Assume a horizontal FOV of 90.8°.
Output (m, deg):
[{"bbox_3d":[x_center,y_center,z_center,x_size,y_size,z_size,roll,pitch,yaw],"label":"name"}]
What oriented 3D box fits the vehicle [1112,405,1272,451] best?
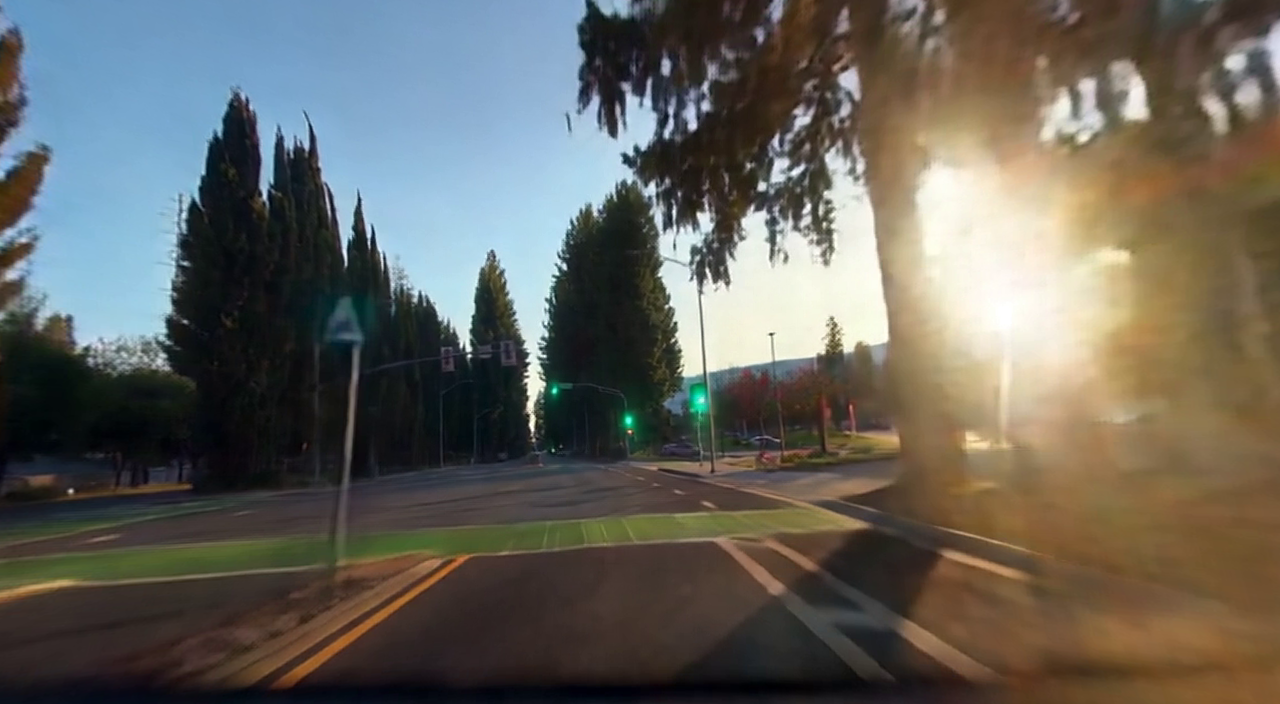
[{"bbox_3d":[20.293,2.868,23.494,1.908,1.467,4.117,3,-8,-10],"label":"vehicle"}]
